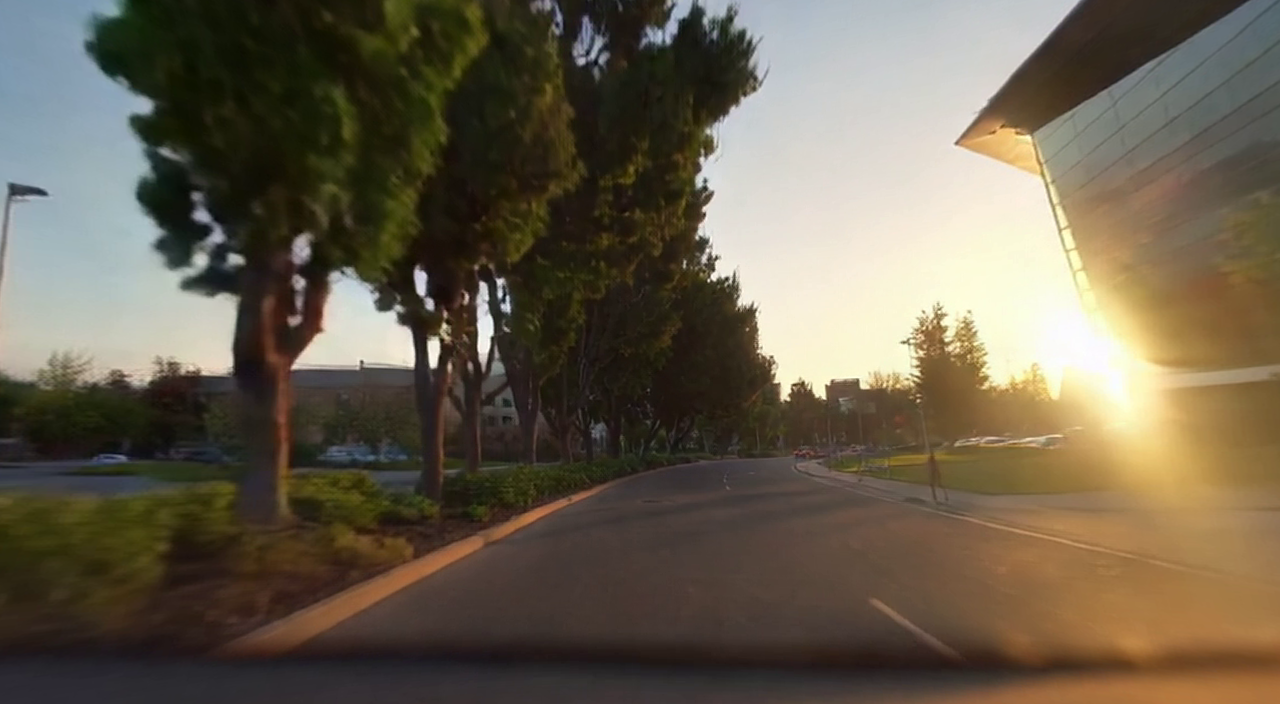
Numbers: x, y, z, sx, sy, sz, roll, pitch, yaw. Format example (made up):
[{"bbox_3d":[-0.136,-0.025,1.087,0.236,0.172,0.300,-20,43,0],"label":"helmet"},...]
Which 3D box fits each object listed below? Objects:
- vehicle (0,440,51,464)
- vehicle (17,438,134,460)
[{"bbox_3d":[-43.126,6.803,42.756,4.097,1.583,1.995,0,-9,-1],"label":"vehicle"},{"bbox_3d":[-42.963,7.362,48.022,6.548,1.284,2.581,-3,-7,0],"label":"vehicle"}]
